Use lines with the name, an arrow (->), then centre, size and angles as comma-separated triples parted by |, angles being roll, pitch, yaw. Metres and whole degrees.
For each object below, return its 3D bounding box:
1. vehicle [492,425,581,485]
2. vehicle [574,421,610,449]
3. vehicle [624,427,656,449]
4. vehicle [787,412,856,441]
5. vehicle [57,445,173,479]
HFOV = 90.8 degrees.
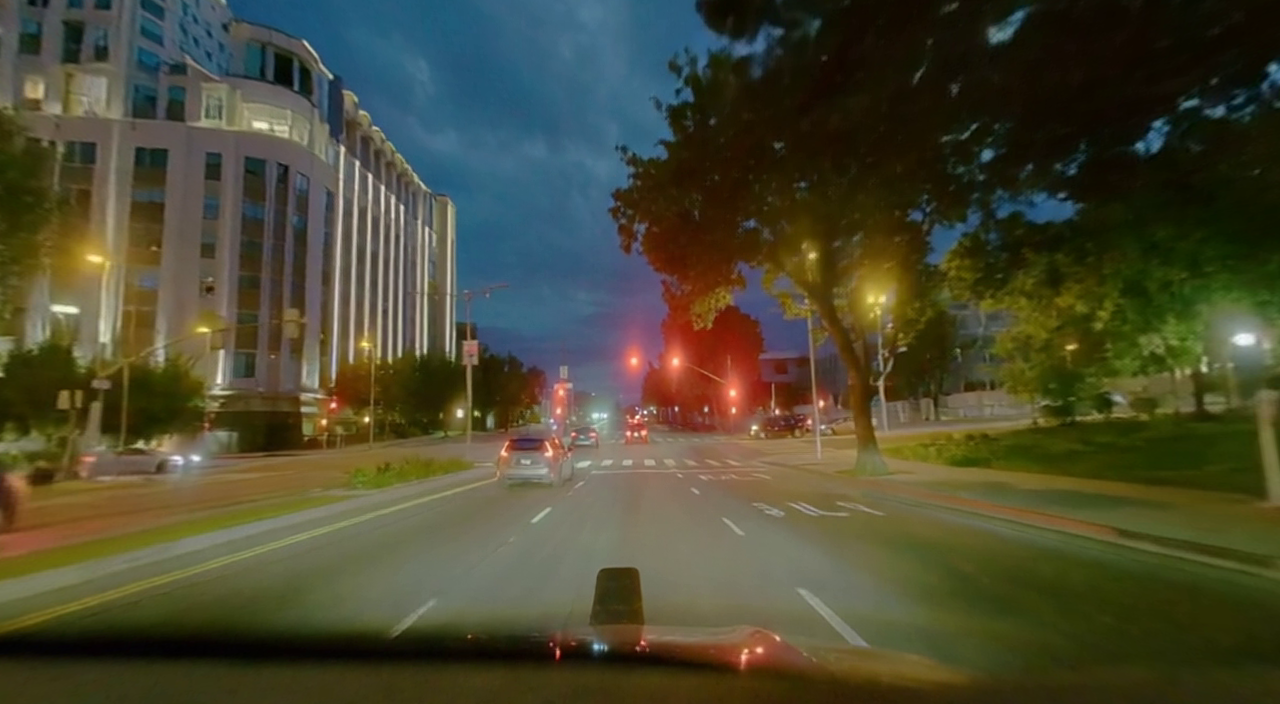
vehicle -> -3.254, 3.342, 20.817 | 2.116, 1.725, 4.315 | -1, -8, 1
vehicle -> -3.295, 5.872, 44.436 | 2.152, 1.802, 4.628 | -1, -8, 0
vehicle -> -0.016, 5.948, 43.763 | 2.095, 1.438, 3.843 | -1, -8, -1
vehicle -> 13.210, 5.426, 46.167 | 4.328, 1.742, 1.942 | -4, -6, -1
vehicle -> -29.740, 6.211, 35.899 | 4.684, 1.806, 2.073 | -1, -8, -1
